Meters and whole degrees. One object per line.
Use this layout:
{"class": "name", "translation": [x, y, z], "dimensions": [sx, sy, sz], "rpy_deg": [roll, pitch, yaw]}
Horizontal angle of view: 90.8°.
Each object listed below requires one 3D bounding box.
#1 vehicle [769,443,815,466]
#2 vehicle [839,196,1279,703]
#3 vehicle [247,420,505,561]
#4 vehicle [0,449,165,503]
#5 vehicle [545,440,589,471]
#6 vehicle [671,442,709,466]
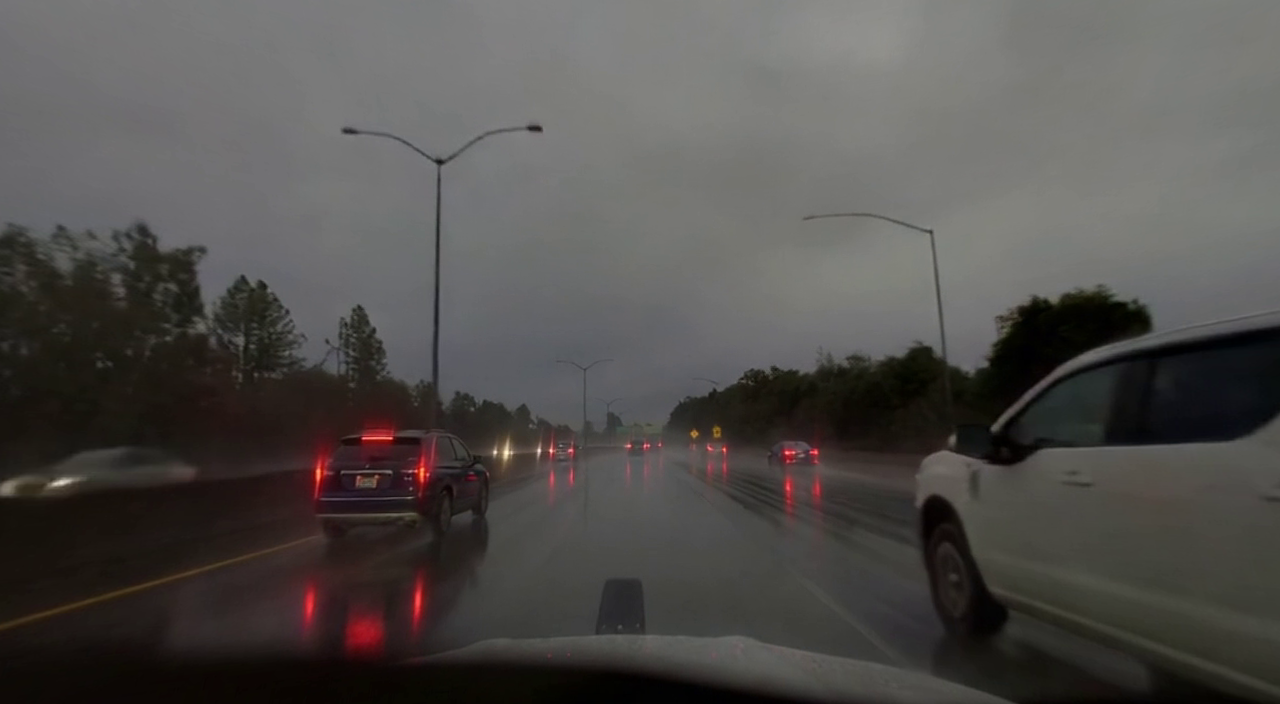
{"class": "vehicle", "translation": [9.693, 6.548, 40.592], "dimensions": [1.910, 1.384, 3.867], "rpy_deg": [0, -8, -1]}
{"class": "vehicle", "translation": [2.768, 0.633, 2.308], "dimensions": [2.200, 1.870, 5.649], "rpy_deg": [0, -8, 0]}
{"class": "vehicle", "translation": [-3.611, 1.974, 9.763], "dimensions": [2.119, 1.654, 4.353], "rpy_deg": [0, -8, 0]}
{"class": "vehicle", "translation": [-18.950, 4.104, 21.432], "dimensions": [2.069, 1.561, 4.661], "rpy_deg": [0, -8, -1]}
{"class": "vehicle", "translation": [-4.028, 5.774, 35.411], "dimensions": [1.992, 1.651, 4.185], "rpy_deg": [0, -8, 0]}
{"class": "vehicle", "translation": [3.169, 6.628, 41.134], "dimensions": [2.007, 1.469, 4.337], "rpy_deg": [0, -8, -2]}
